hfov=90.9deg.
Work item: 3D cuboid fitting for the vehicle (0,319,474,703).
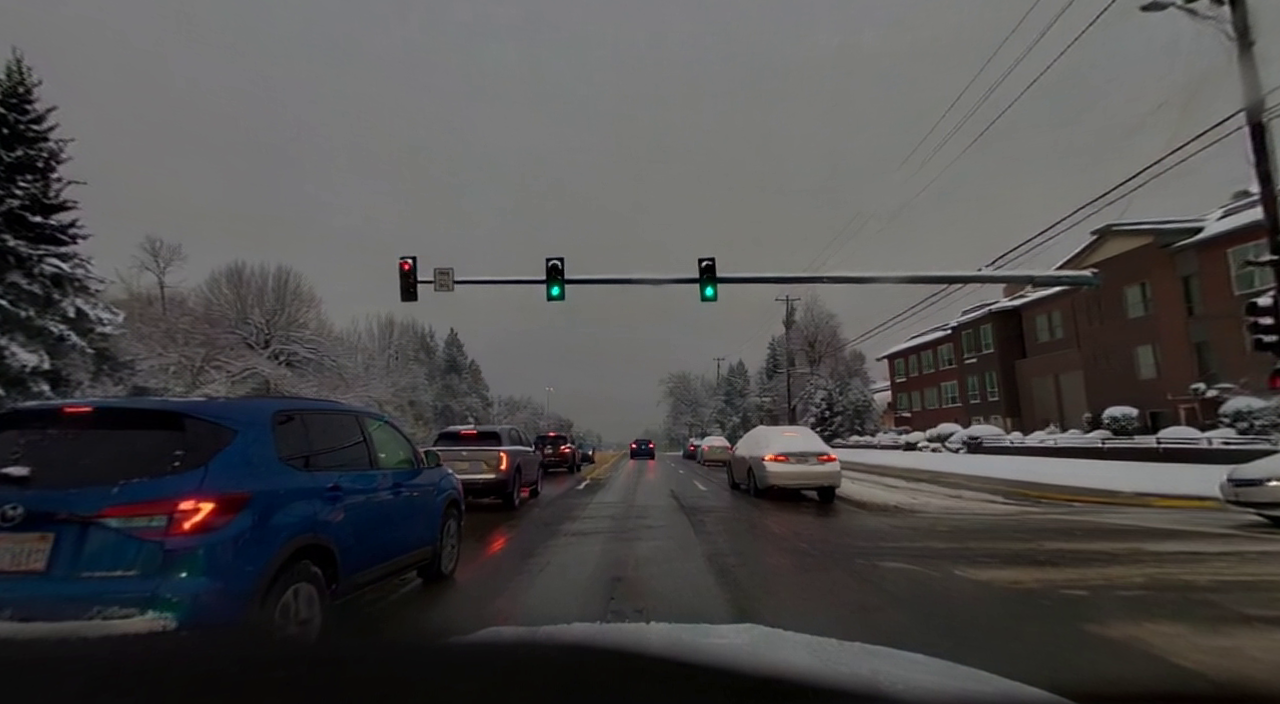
[{"bbox_3d":[-2.871,1.050,4.458,2.127,1.754,4.287,0,-8,1],"label":"vehicle"}]

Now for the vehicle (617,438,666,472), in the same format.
[{"bbox_3d":[0.082,4.980,30.614,2.185,1.515,4.215,0,-8,0],"label":"vehicle"}]

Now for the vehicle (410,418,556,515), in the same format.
[{"bbox_3d":[-3.136,2.382,13.632,1.958,1.744,4.315,0,-8,1],"label":"vehicle"}]

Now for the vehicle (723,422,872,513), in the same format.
[{"bbox_3d":[3.335,2.551,14.502,2.201,1.734,4.564,0,-8,-1],"label":"vehicle"}]
